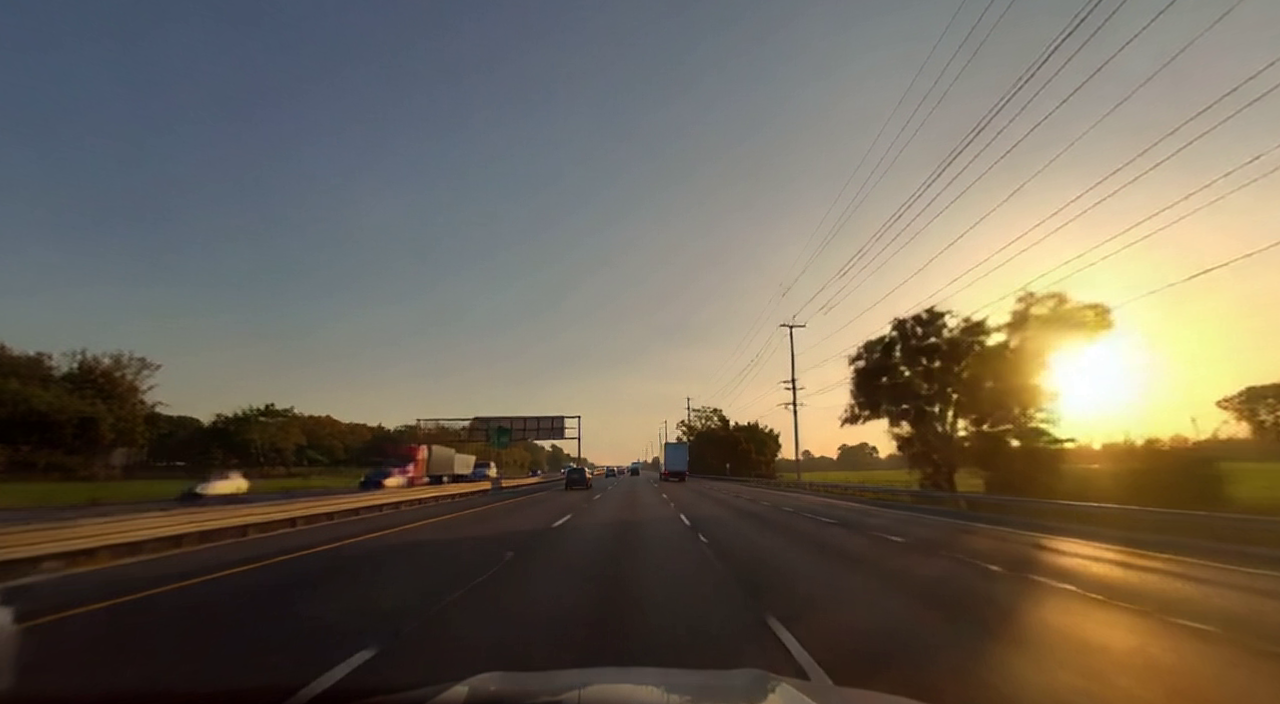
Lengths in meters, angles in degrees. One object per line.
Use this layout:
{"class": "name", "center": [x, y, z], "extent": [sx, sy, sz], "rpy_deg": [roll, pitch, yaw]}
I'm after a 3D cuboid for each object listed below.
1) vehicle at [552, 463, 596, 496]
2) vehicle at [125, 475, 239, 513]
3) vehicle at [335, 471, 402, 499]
{"class": "vehicle", "center": [-3.532, 6.914, 34.328], "extent": [1.942, 1.597, 3.943], "rpy_deg": [1, -11, 0]}
{"class": "vehicle", "center": [-19.497, 6.039, 27.052], "extent": [1.770, 1.409, 4.105], "rpy_deg": [1, -11, 0]}
{"class": "vehicle", "center": [-15.635, 7.679, 36.550], "extent": [1.869, 1.466, 4.440], "rpy_deg": [1, -11, 0]}
